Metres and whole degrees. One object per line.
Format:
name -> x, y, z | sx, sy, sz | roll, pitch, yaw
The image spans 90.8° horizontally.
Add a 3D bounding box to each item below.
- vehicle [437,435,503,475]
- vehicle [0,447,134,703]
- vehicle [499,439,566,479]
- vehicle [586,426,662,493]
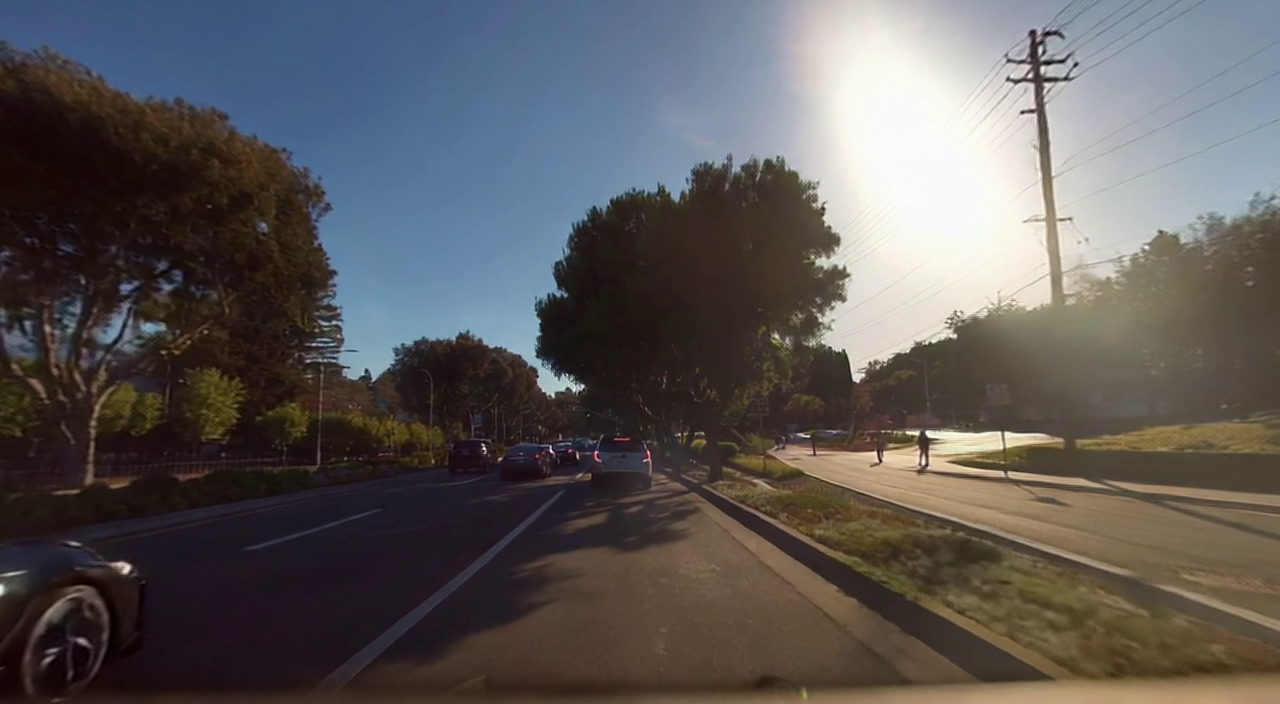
vehicle -> -7.398, 4.529, 27.904 | 1.860, 1.634, 4.089 | 0, -9, -2
vehicle -> -3.623, 0.823, 1.061 | 1.865, 1.314, 4.461 | 0, -9, 0
vehicle -> -4.363, 4.420, 26.383 | 2.087, 1.485, 4.452 | 0, -9, -1
vehicle -> -0.488, 3.149, 18.798 | 2.012, 1.769, 3.897 | 0, -9, -2
